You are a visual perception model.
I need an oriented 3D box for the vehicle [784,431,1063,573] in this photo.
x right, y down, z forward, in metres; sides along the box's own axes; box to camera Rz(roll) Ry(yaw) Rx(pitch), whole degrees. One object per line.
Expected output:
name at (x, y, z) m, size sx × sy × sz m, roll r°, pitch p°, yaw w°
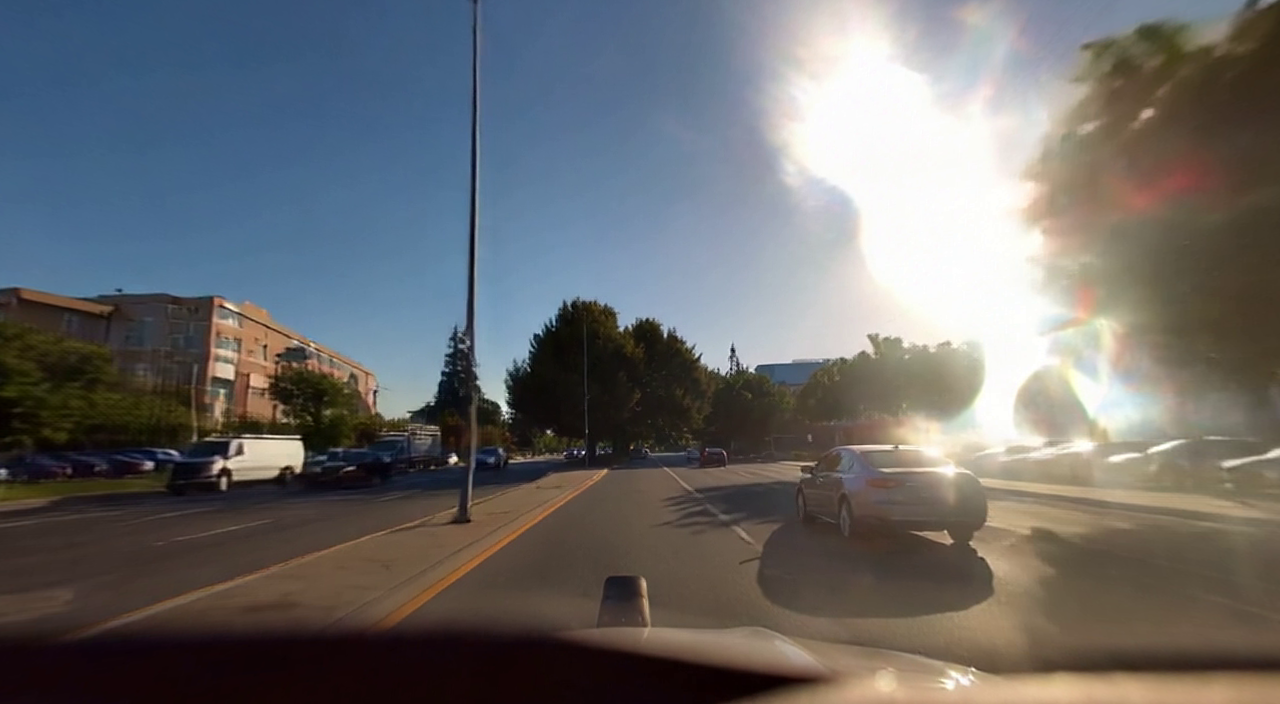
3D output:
vehicle at (3.559, 1.949, 8.999) m, size 1.935 × 1.501 × 4.384 m, roll 0°, pitch -9°, yaw 0°

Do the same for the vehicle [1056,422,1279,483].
vehicle at (17.541, 3.347, 20.965) m, size 5.497 × 1.794 × 2.333 m, roll -1°, pitch -8°, yaw 1°

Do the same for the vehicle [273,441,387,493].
vehicle at (-11.926, 4.435, 24.582) m, size 2.145 × 1.807 × 4.486 m, roll 0°, pitch -9°, yaw 0°

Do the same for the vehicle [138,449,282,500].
vehicle at (-15.365, 4.360, 22.801) m, size 1.936 × 1.612 × 4.585 m, roll 0°, pitch -9°, yaw 0°

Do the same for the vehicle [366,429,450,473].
vehicle at (-18.089, 7.845, 49.763) m, size 3.043 × 2.916 × 9.736 m, roll -4°, pitch -9°, yaw -1°

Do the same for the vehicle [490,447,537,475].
vehicle at (-7.126, 6.169, 35.797) m, size 1.923 × 1.471 × 4.646 m, roll 0°, pitch -9°, yaw -3°
